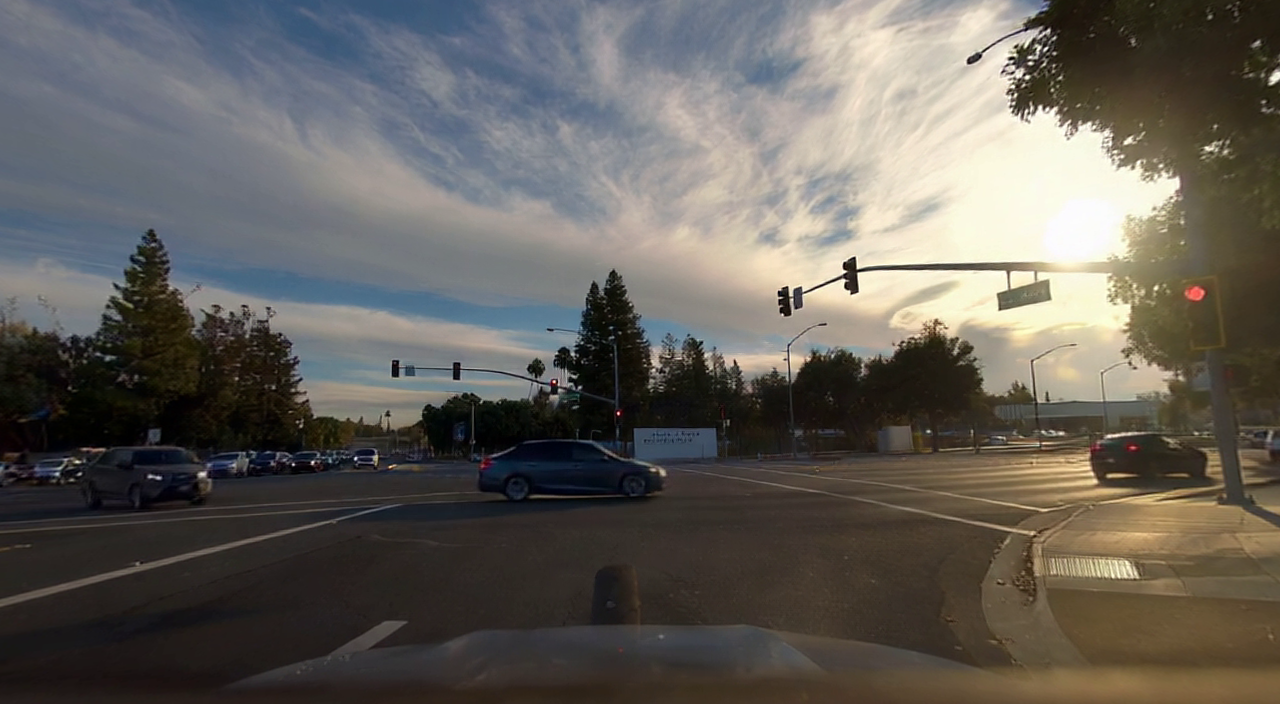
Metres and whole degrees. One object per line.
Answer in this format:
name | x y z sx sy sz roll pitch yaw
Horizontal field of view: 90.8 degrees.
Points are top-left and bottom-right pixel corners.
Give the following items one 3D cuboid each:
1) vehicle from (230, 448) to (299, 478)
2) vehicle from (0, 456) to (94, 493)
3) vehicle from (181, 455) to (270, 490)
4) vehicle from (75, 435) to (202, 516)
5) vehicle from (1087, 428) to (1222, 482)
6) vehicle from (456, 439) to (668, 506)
vehicle | -26.332 7.769 44.531 2.213 1.956 5.254 1 -9 -8
vehicle | -31.179 6.264 32.642 2.142 1.723 4.692 1 -9 -9
vehicle | -20.007 5.794 30.730 1.999 1.468 4.702 2 -9 -12
vehicle | -14.742 3.465 18.401 2.358 1.937 5.896 7 -12 -41
vehicle | 17.058 3.383 20.928 4.281 1.621 1.903 5 -10 -29
vehicle | -1.771 2.871 15.326 4.728 1.471 1.957 -1 -9 6
